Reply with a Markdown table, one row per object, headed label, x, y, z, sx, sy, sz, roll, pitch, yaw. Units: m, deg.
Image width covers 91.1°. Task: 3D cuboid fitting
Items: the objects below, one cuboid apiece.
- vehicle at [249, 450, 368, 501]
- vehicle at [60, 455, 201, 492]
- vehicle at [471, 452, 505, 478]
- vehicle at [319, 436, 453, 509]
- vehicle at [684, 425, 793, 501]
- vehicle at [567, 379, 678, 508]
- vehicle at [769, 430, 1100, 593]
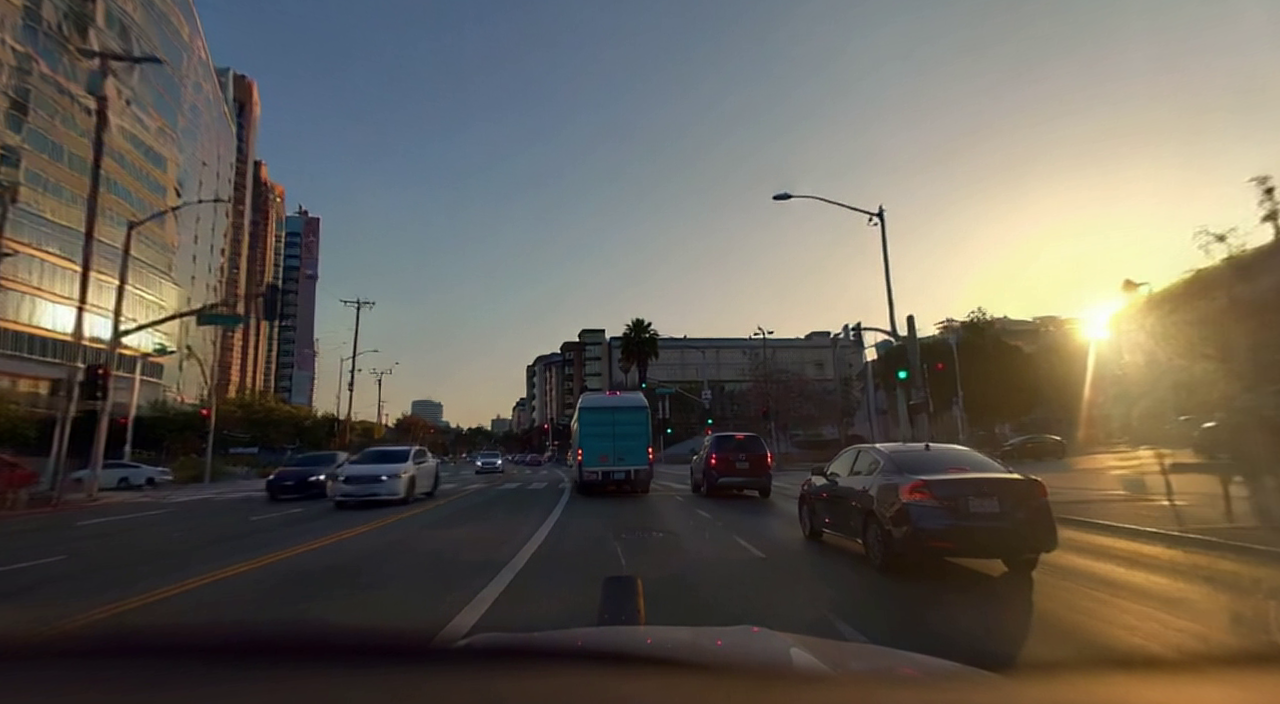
| label | x | y | z | sx | sy | sz | roll | pitch | yaw |
| --- | --- | --- | --- | --- | --- | --- | --- | --- | --- |
| vehicle | -11.285 | 4.190 | 21.803 | 1.975 | 1.503 | 4.533 | 1 | -9 | -5 |
| vehicle | -22.471 | 5.344 | 27.790 | 4.585 | 1.533 | 1.996 | -1 | -9 | 4 |
| vehicle | -9.836 | 7.326 | 40.771 | 1.878 | 1.540 | 3.939 | 1 | -9 | -10 |
| vehicle | -6.736 | 3.212 | 17.271 | 2.058 | 1.730 | 4.466 | 0 | -9 | -4 |
| vehicle | 2.749 | 3.278 | 19.071 | 2.157 | 1.944 | 5.423 | 0 | -8 | -3 |
| vehicle | -0.683 | 2.549 | 17.534 | 2.517 | 2.926 | 6.177 | 1 | -9 | -5 |
| vehicle | 3.271 | 1.850 | 8.300 | 1.978 | 1.507 | 4.636 | 0 | -8 | -2 |
